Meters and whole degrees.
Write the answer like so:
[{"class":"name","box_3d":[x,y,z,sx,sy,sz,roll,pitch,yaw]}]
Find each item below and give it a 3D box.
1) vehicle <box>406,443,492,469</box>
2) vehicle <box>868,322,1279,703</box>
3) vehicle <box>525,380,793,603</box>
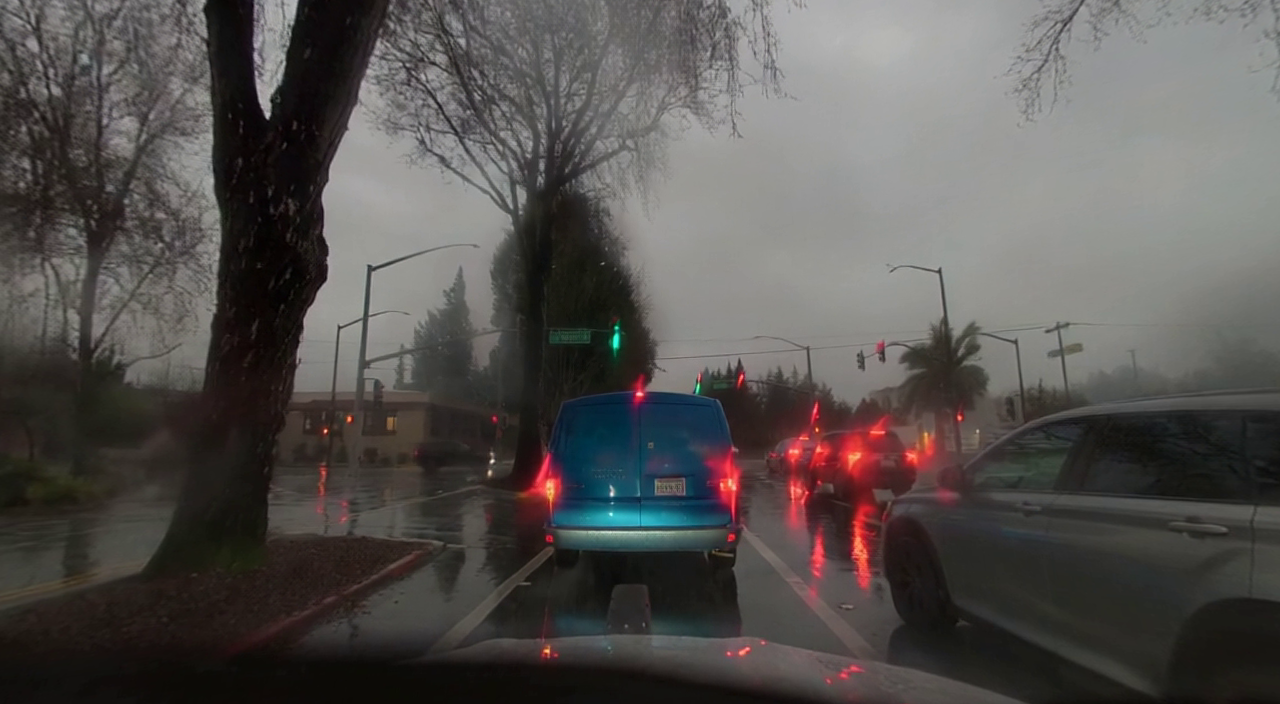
[{"class":"vehicle","box_3d":[-11.195,6.150,37.267,4.664,1.449,1.992,2,-9,-14]},{"class":"vehicle","box_3d":[2.896,0.948,3.177,1.971,1.663,4.287,0,-8,2]},{"class":"vehicle","box_3d":[0.169,1.465,7.436,2.185,1.822,4.391,0,-8,0]}]
